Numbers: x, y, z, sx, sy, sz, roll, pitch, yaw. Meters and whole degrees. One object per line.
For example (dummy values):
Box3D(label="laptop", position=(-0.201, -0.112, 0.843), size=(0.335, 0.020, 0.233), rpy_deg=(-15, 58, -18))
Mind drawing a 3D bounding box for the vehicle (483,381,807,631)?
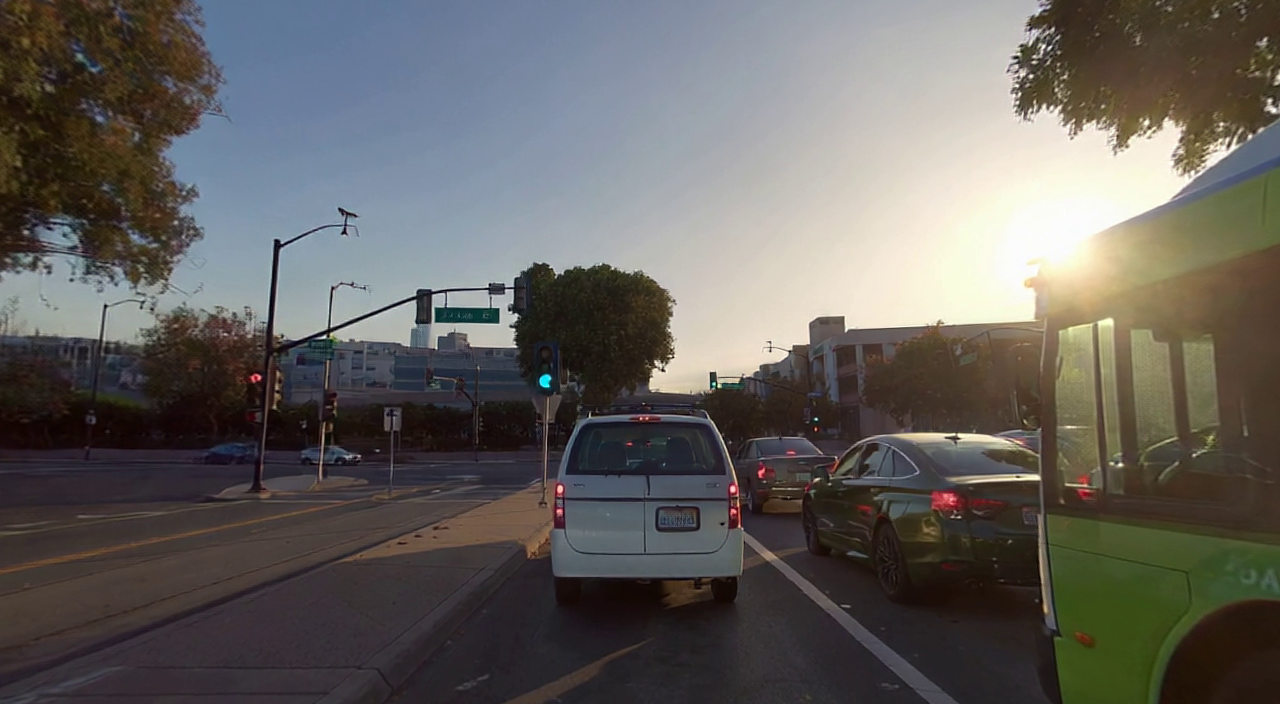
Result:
Box3D(label="vehicle", position=(0.012, 1.473, 7.022), size=(2.381, 1.842, 4.603), rpy_deg=(0, -8, -1))

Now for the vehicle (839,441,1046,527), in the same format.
Box3D(label="vehicle", position=(5.982, 2.635, 13.237), size=(1.987, 1.457, 4.675), rpy_deg=(0, -8, -1))

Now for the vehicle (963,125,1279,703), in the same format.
Box3D(label="vehicle", position=(2.609, 0.315, 0.441), size=(2.037, 2.065, 5.037), rpy_deg=(0, -8, 0))
